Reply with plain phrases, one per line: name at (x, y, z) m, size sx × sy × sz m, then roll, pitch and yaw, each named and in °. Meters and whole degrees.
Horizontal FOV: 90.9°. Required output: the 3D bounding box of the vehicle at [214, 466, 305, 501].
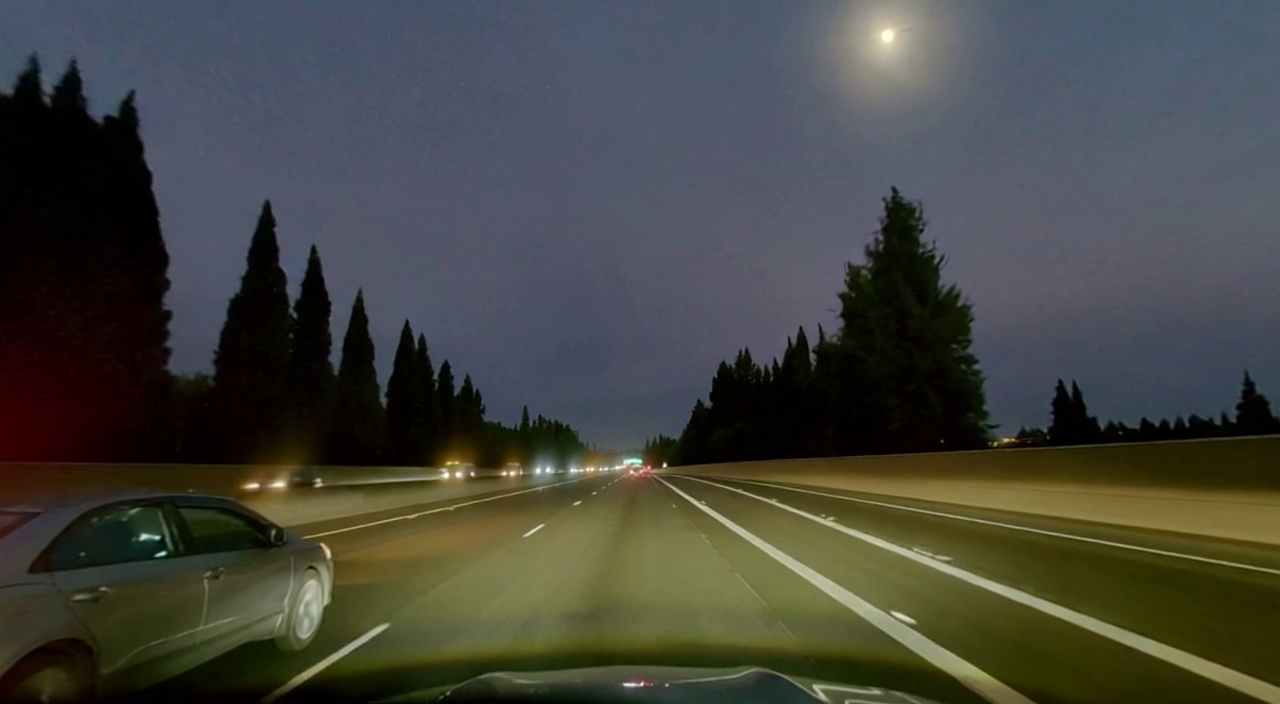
vehicle at (-16.967, 5.847, 28.290) m, size 1.686 × 1.428 × 3.761 m, roll 1°, pitch -10°, yaw 0°
